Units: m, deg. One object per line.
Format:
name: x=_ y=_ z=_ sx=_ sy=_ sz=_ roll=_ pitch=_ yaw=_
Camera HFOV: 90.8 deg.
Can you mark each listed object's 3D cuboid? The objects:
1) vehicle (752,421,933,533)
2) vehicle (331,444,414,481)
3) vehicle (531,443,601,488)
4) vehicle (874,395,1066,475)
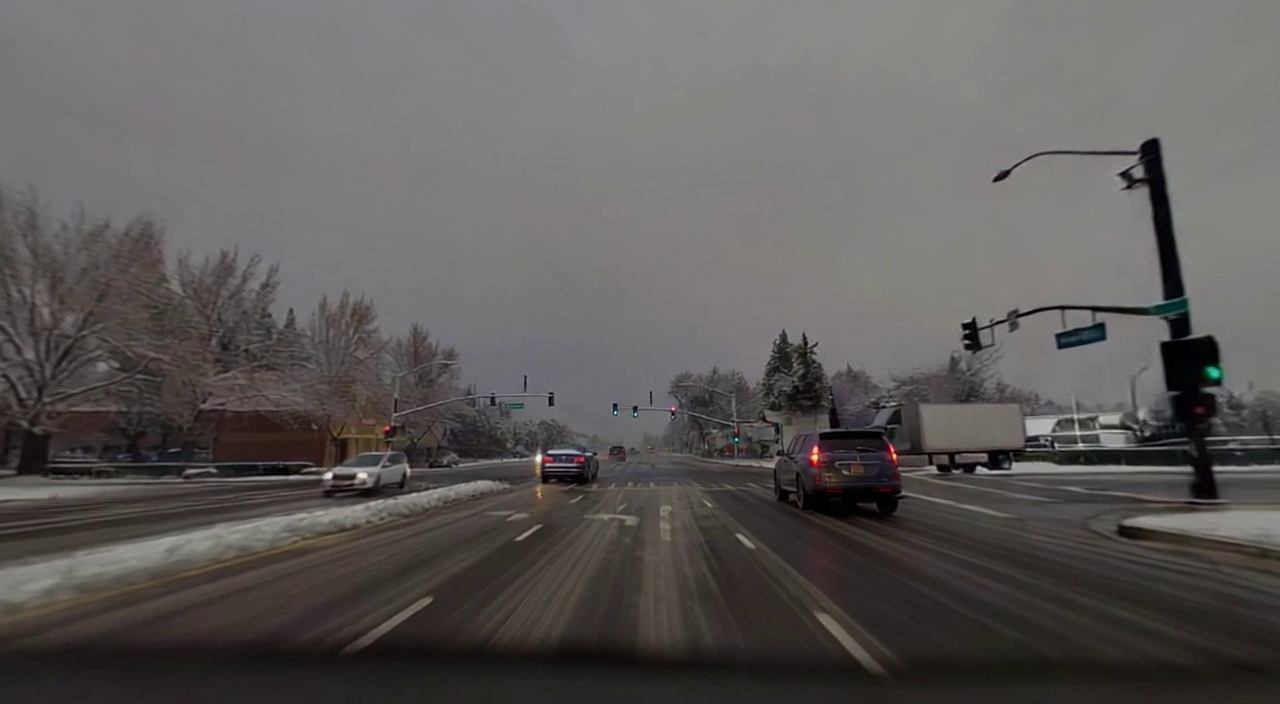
vehicle: x=3.527 y=2.270 z=11.995 sx=1.982 sy=1.711 sz=4.276 roll=0 pitch=-9 yaw=0
vehicle: x=-14.398 y=5.966 z=34.390 sx=2.227 sy=1.768 sz=5.034 roll=-2 pitch=-9 yaw=1
vehicle: x=-2.636 y=4.153 z=23.451 sx=2.034 sy=1.498 sz=3.995 roll=0 pitch=-9 yaw=1
vehicle: x=14.891 y=3.810 z=28.911 sx=7.195 sy=3.468 sz=2.597 roll=0 pitch=-9 yaw=-2
